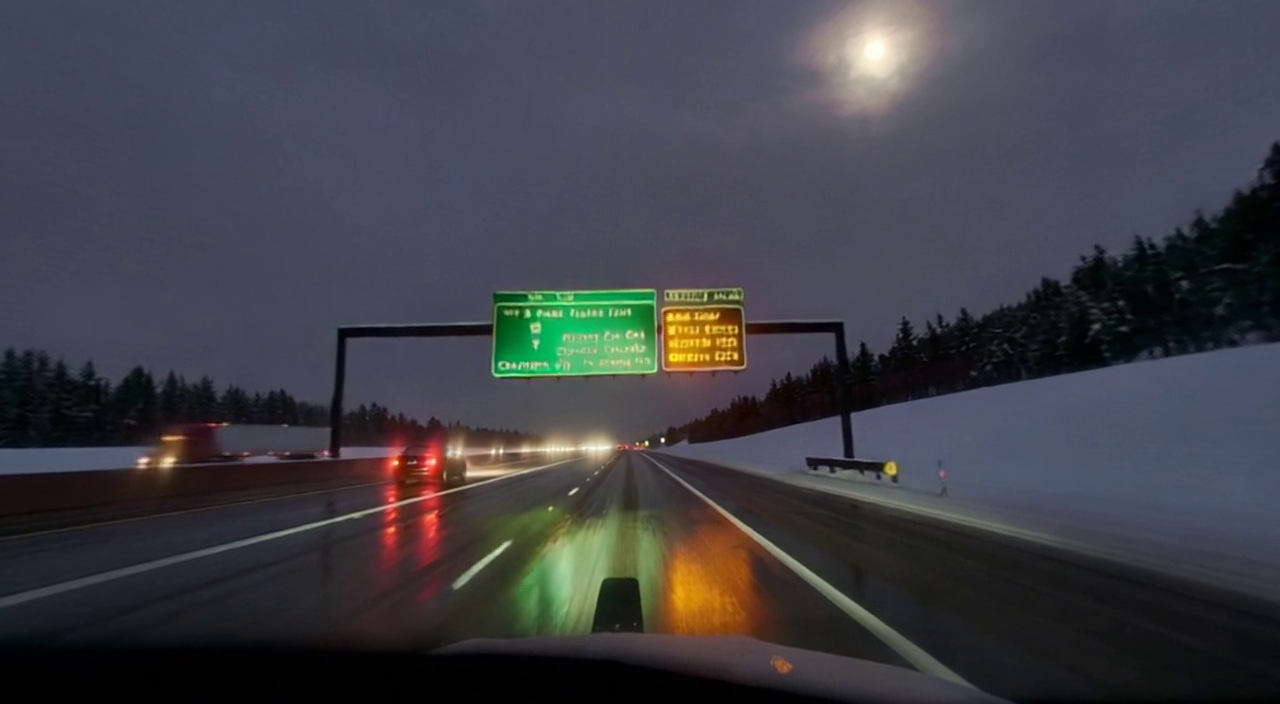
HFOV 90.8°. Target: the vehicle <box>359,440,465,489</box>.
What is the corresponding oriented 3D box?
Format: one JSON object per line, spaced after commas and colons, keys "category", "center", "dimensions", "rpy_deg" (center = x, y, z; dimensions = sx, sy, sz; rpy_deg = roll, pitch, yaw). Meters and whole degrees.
{"category": "vehicle", "center": [-7.981, 3.968, 22.680], "dimensions": [2.005, 1.545, 4.874], "rpy_deg": [0, -8, 0]}
